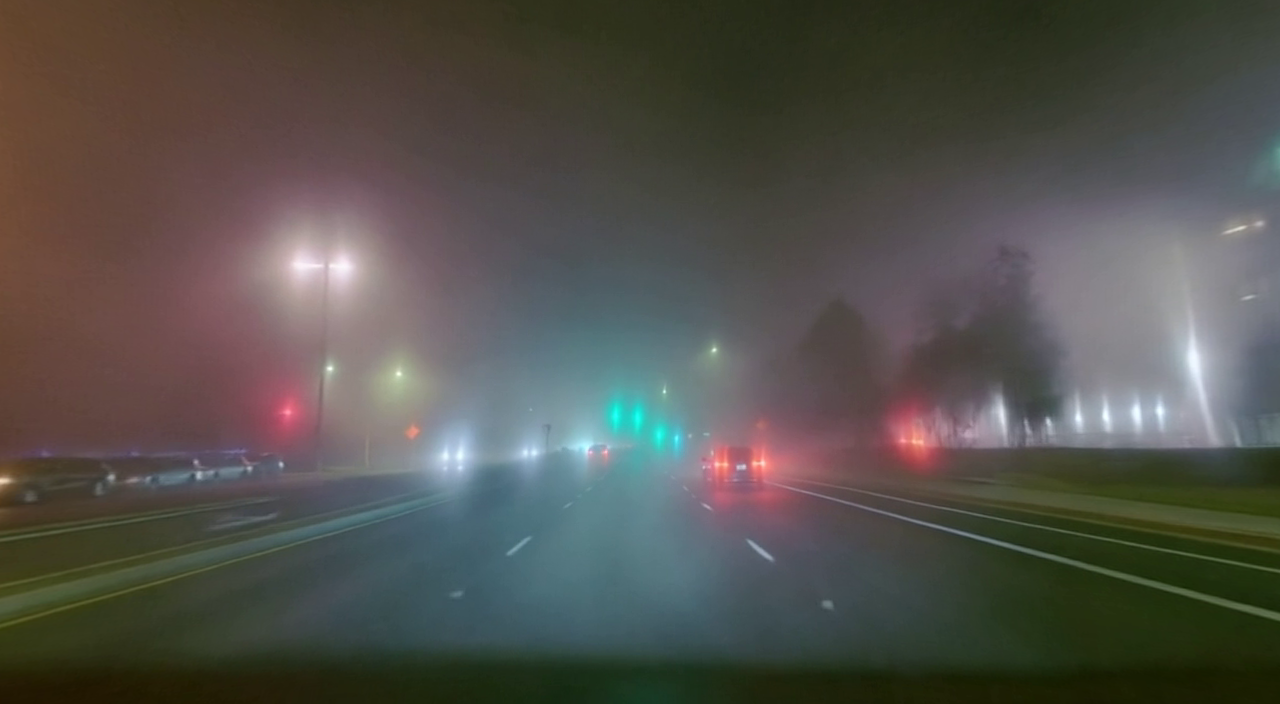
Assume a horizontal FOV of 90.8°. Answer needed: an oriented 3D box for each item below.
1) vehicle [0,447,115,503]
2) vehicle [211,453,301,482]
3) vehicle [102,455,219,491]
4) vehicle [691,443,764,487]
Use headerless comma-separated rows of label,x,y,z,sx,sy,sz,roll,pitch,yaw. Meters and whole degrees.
vehicle,-22.347,4.418,23.141,2.139,1.833,4.686,0,-9,0
vehicle,-22.395,6.724,37.099,2.098,1.510,5.072,-1,-9,0
vehicle,-22.388,5.637,29.788,1.865,1.507,4.631,-1,-9,0
vehicle,3.099,4.111,23.270,1.966,1.449,4.290,0,-9,-1
